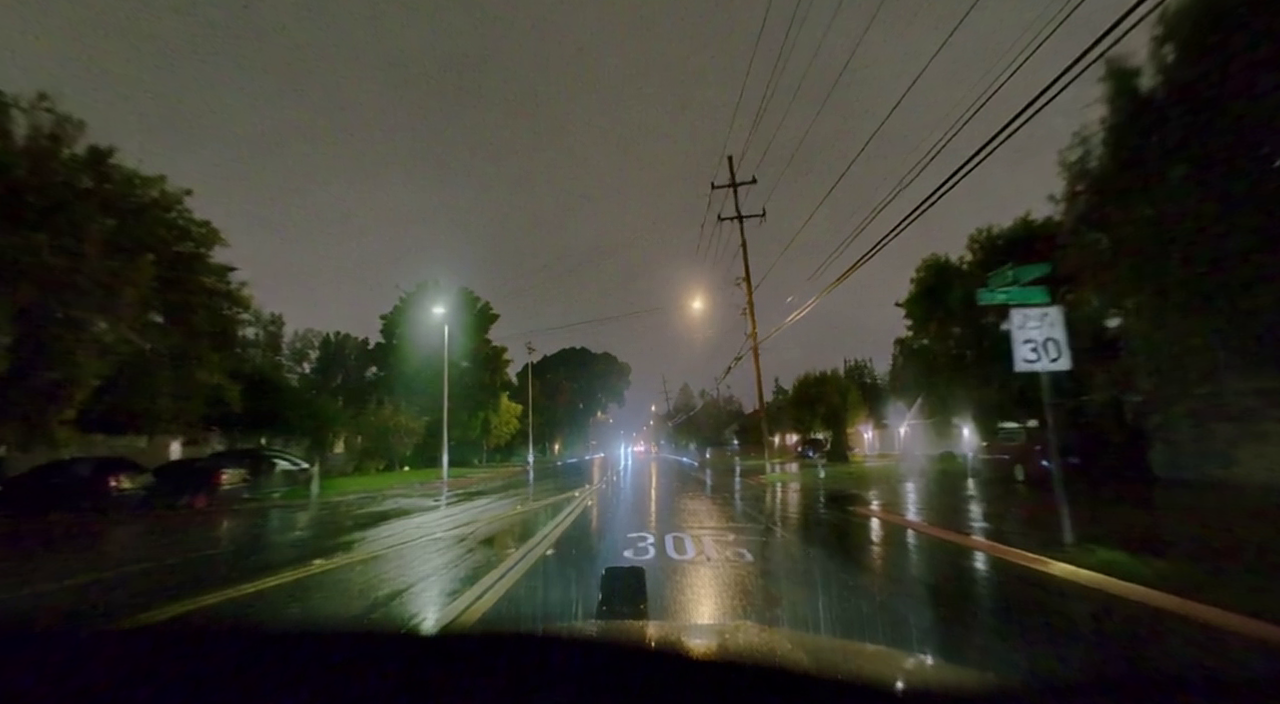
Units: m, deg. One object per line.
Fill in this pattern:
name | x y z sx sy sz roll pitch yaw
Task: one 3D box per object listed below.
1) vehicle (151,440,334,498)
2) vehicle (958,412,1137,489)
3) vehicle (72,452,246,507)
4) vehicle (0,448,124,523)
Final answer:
vehicle | -14.008 4.063 22.336 5.038 1.774 2.764 -2 -8 18
vehicle | 11.585 2.900 18.538 1.965 1.680 5.338 -8 -10 5
vehicle | -14.918 3.897 19.629 4.195 1.497 2.291 -3 -10 20
vehicle | -15.910 3.385 16.536 4.191 1.594 2.309 -4 -9 31
